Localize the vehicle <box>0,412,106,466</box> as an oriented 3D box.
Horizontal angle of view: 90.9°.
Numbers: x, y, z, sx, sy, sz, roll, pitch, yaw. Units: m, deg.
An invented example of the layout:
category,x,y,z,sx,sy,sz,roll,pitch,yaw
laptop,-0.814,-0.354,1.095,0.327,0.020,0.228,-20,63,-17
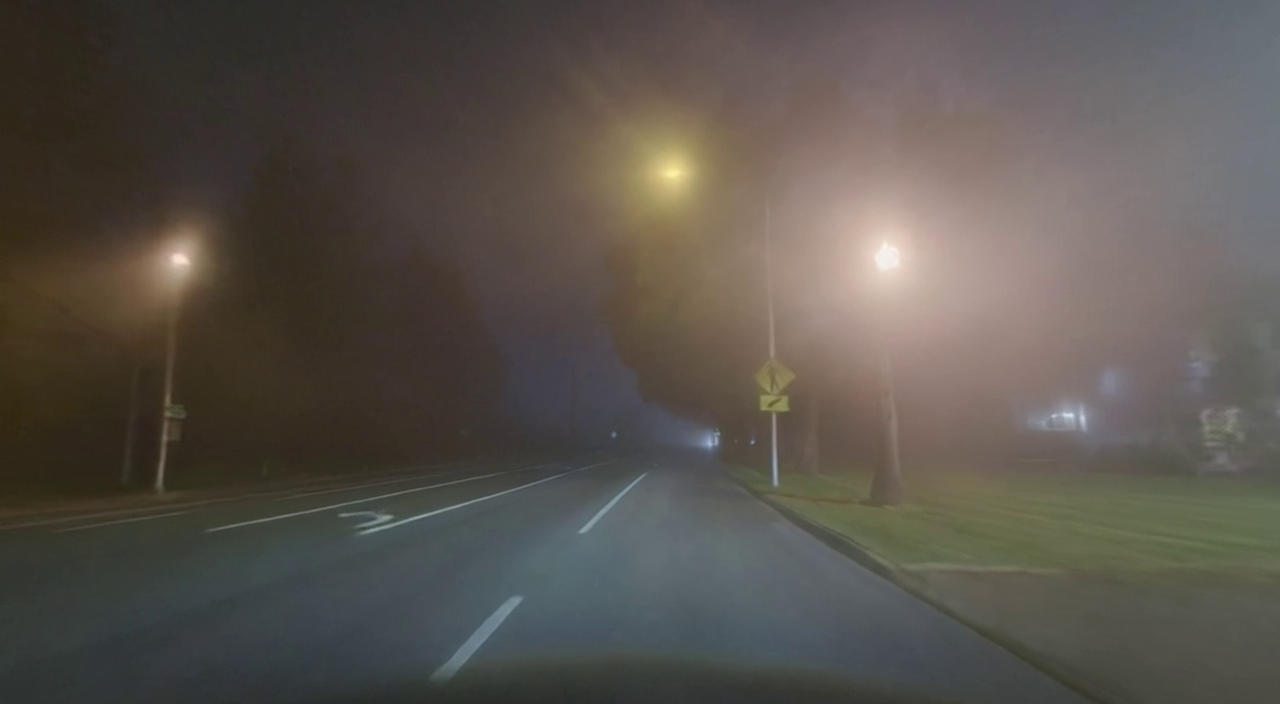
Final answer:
category,x,y,z,sx,sy,sz,roll,pitch,yaw
vehicle,-42.268,5.833,41.989,2.875,3.424,10.833,-2,-9,7
